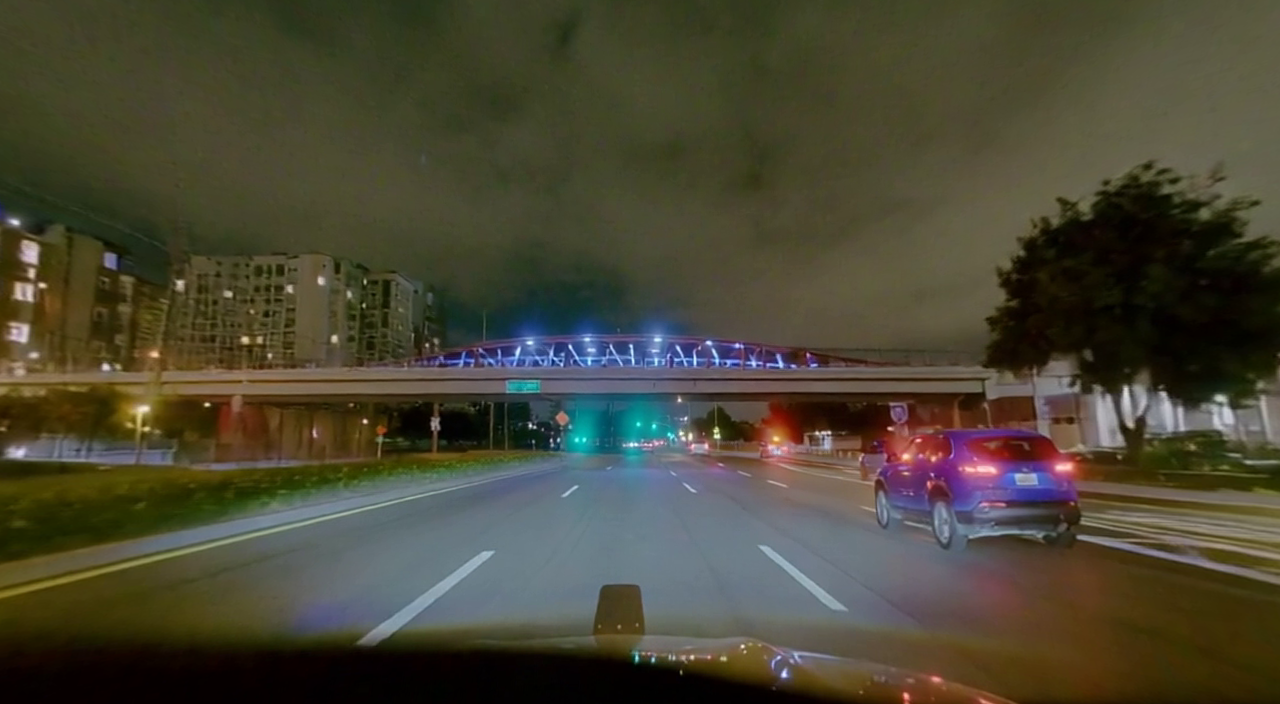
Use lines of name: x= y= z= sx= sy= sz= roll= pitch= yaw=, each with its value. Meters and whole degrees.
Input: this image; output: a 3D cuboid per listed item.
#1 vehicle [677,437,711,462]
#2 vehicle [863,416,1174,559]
vehicle: x=3.864 y=7.056 z=45.598 sx=2.165 sy=1.708 sz=3.928 roll=0 pitch=-8 yaw=1
vehicle: x=5.499 y=2.021 z=10.191 sx=2.130 sy=1.741 sz=4.665 roll=0 pitch=-9 yaw=0
